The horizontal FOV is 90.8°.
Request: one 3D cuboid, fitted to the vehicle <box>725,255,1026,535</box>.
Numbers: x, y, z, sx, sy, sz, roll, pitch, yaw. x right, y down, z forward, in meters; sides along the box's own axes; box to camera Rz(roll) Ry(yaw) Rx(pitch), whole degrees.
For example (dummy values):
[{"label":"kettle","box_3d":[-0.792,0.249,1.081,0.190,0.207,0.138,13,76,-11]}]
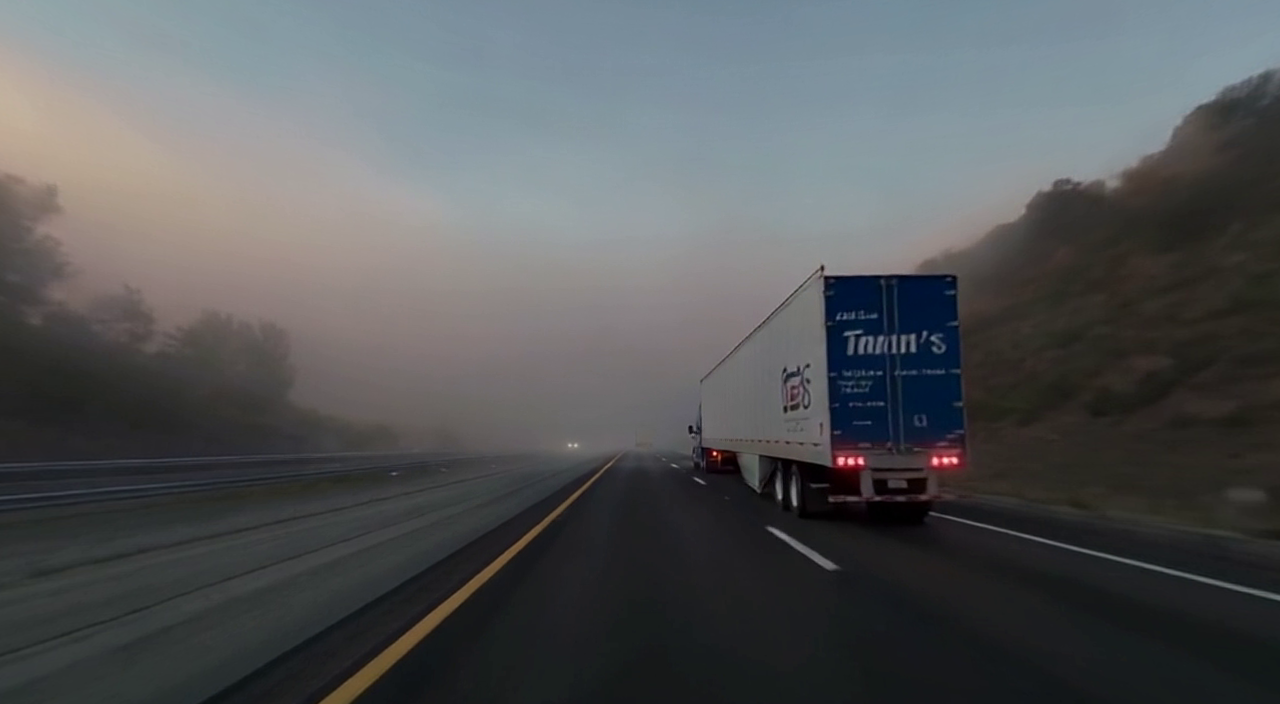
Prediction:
[{"label":"vehicle","box_3d":[4.221,1.295,14.536,3.039,4.342,9.556,0,-8,-1]}]
